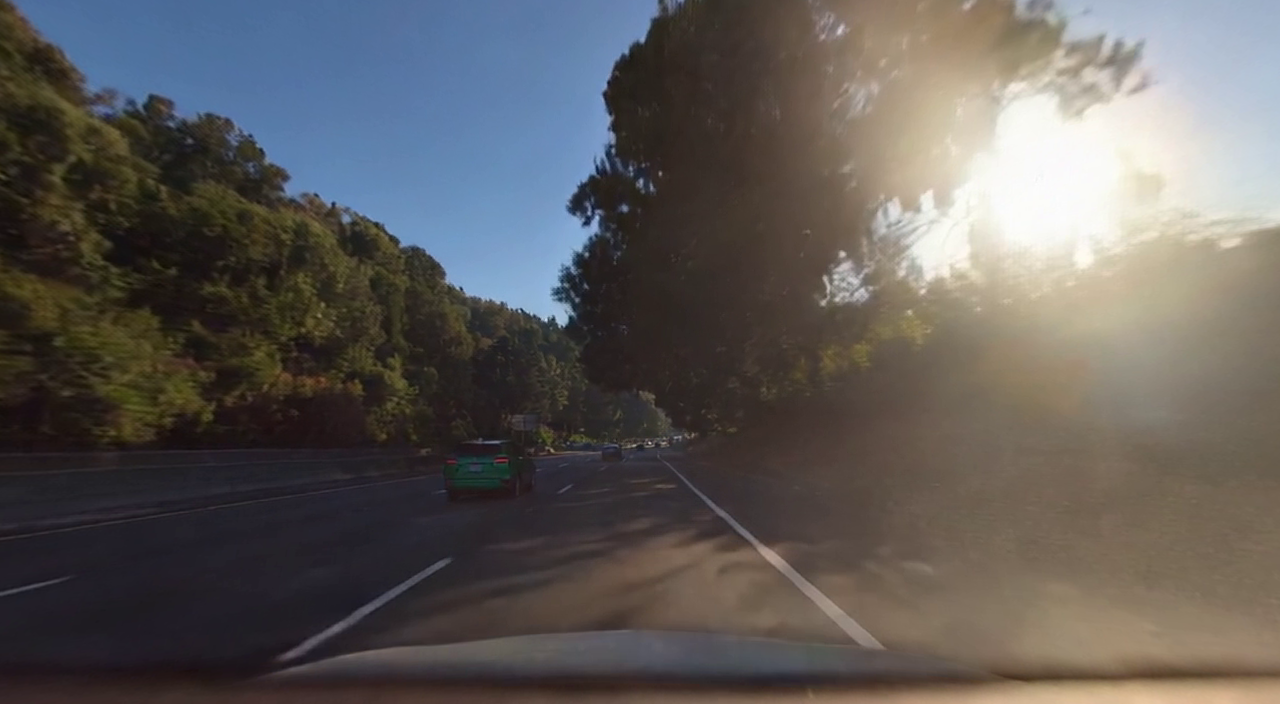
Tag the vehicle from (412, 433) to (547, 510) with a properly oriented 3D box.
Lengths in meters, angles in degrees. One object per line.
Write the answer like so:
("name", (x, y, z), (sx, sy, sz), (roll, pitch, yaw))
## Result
("vehicle", (-3.594, 2.751, 15.000), (1.993, 1.538, 4.192), (0, -8, 2))
